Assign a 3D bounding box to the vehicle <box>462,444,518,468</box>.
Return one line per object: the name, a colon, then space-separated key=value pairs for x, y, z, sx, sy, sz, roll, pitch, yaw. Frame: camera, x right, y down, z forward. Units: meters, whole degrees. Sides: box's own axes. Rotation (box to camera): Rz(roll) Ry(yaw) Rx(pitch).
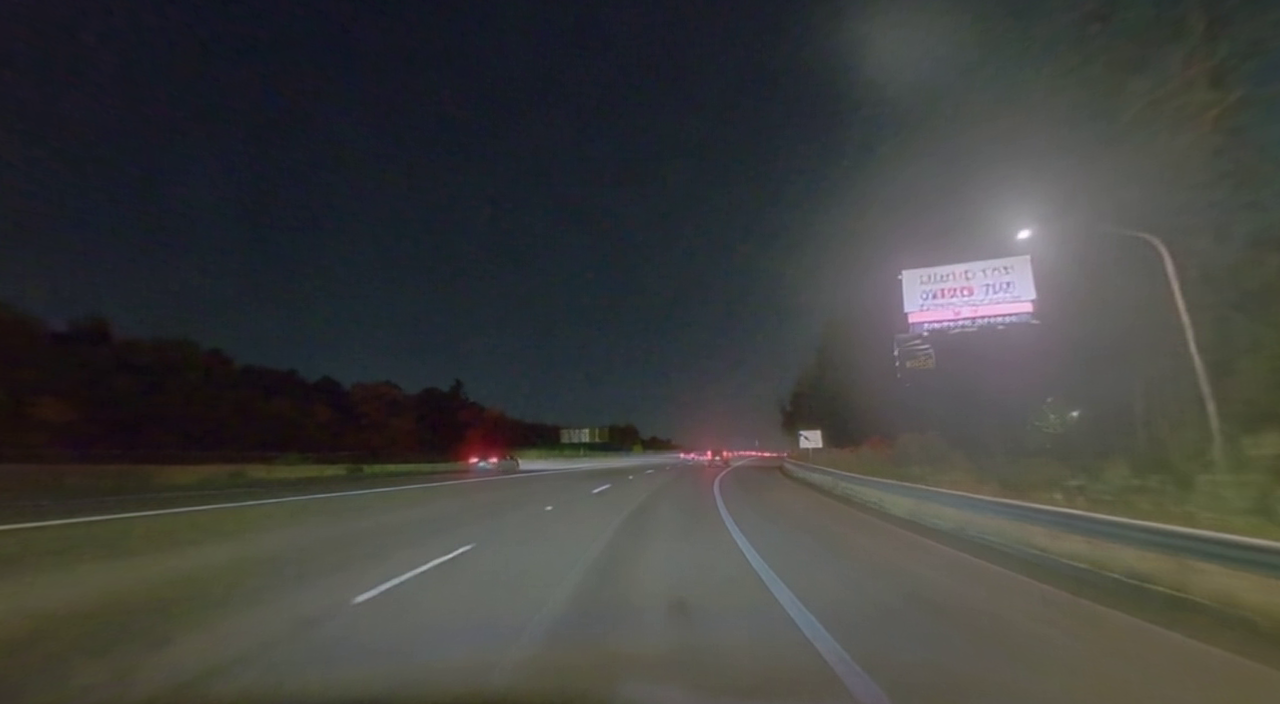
vehicle: x=-11.304 y=7.871 z=47.674 sx=2.145 sy=1.717 sz=4.448 roll=-2 pitch=-9 yaw=16
